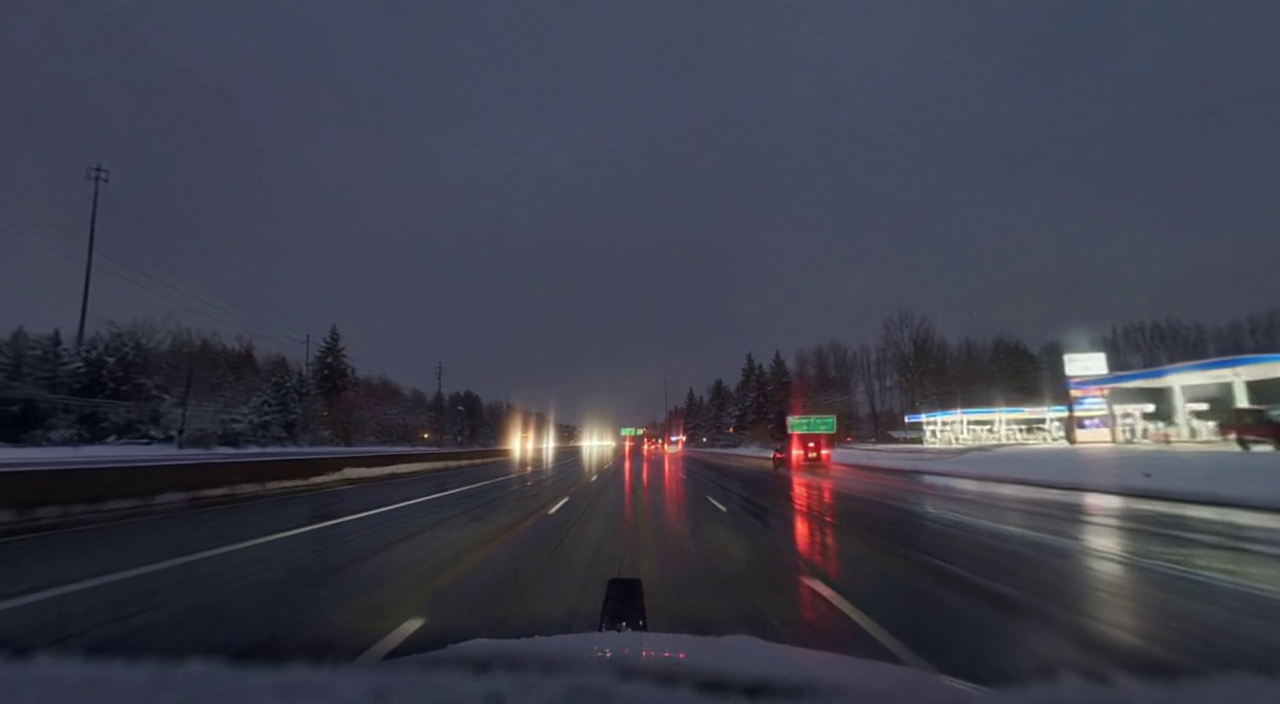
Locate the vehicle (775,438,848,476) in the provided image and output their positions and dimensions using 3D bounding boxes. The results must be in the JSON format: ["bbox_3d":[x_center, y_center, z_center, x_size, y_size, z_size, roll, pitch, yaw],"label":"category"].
[{"bbox_3d":[7.091,4.372,26.545,1.867,1.463,4.295,0,-8,0],"label":"vehicle"}]

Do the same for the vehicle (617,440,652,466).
[{"bbox_3d":[-0.368,6.179,38.712,1.999,1.473,4.351,0,-8,-1],"label":"vehicle"}]
